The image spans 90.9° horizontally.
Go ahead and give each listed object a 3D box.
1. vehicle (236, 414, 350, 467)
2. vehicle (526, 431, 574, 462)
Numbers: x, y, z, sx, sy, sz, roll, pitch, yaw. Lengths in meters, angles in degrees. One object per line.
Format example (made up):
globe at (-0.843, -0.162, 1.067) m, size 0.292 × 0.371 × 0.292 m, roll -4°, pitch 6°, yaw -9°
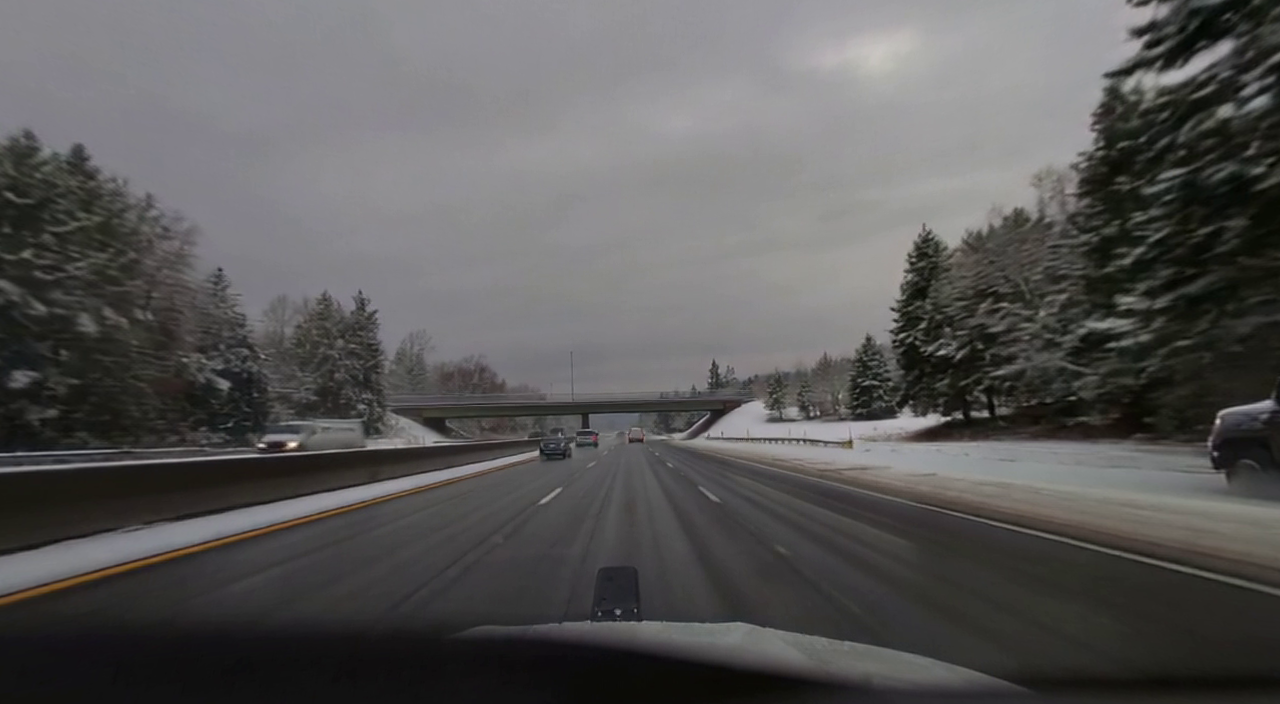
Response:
vehicle at (-17.717, 4.588, 32.675) m, size 2.531 × 2.469 × 6.080 m, roll 0°, pitch -8°, yaw -1°
vehicle at (-4.495, 4.804, 32.146) m, size 1.933 × 1.473 × 4.023 m, roll 0°, pitch -8°, yaw -1°
